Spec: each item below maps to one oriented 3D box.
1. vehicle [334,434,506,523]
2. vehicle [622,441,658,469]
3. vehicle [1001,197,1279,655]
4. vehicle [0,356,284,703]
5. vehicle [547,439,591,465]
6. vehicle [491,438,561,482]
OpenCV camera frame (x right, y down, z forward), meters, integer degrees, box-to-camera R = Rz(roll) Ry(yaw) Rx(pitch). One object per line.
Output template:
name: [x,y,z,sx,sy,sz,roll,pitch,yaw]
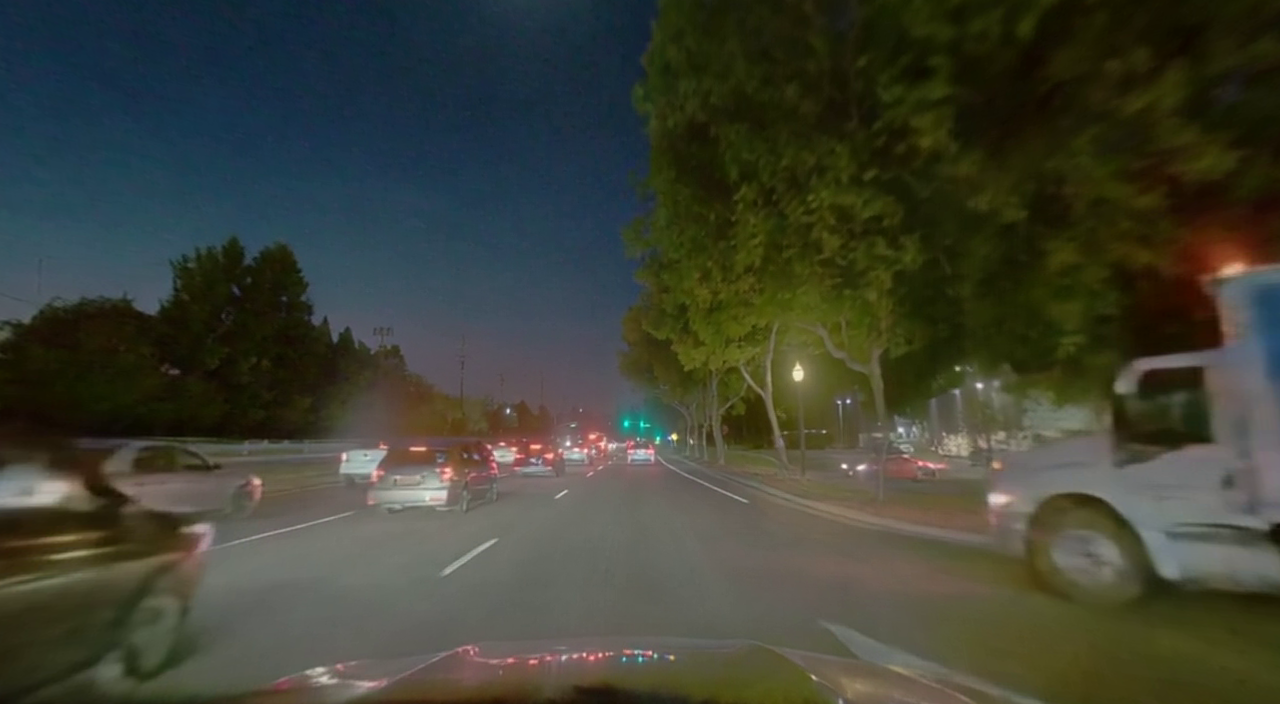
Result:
vehicle: [-4.226,2.488,13.012,1.904,1.496,4.481,0,-8,0]
vehicle: [0.004,5.632,34.629,1.875,1.453,3.888,0,-8,0]
vehicle: [7.382,0.317,3.406,3.138,3.120,8.670,7,-11,-42]
vehicle: [-3.536,0.812,2.145,2.007,1.664,4.431,0,-8,1]
vehicle: [-4.173,5.979,37.825,1.975,1.447,4.356,-1,-8,2]
vehicle: [-4.237,4.065,24.106,1.871,1.502,4.240,0,-8,1]
